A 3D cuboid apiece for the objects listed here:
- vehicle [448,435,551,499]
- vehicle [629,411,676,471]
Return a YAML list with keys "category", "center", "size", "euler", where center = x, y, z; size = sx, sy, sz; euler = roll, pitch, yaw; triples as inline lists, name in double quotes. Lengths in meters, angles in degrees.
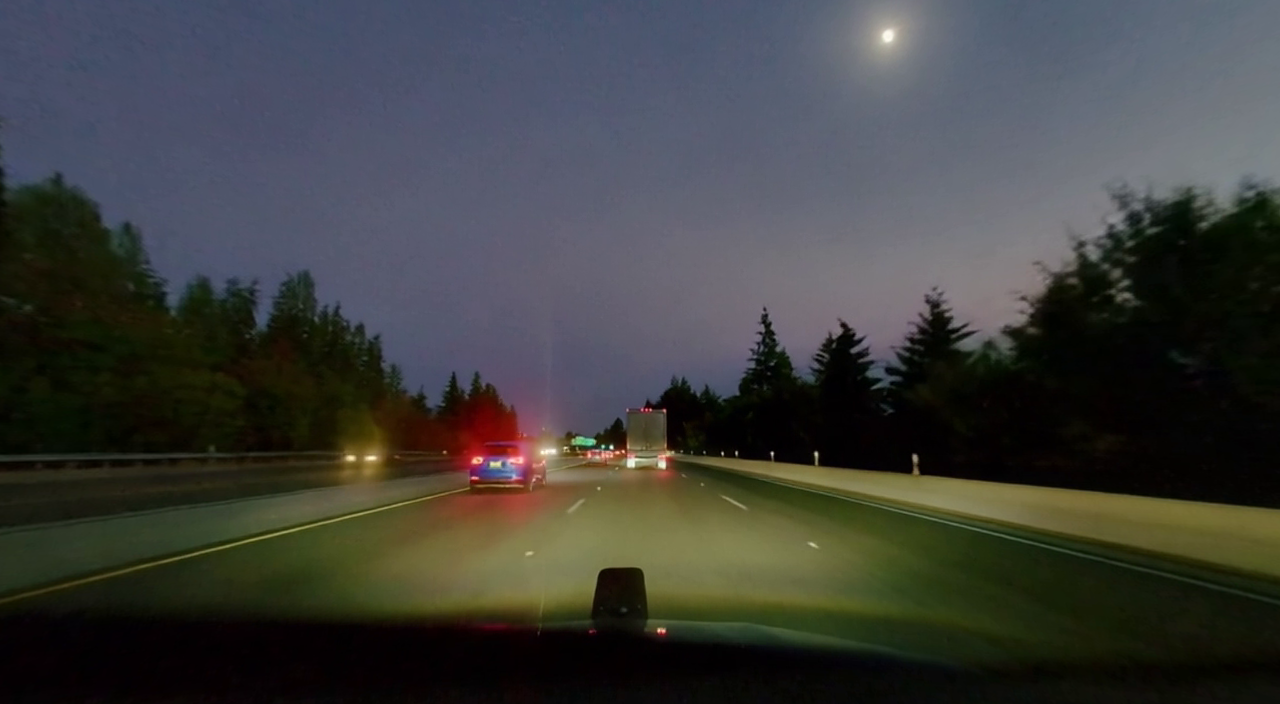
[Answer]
- category: "vehicle"
  center: [-3.853, 3.234, 18.044]
  size: [1.977, 1.602, 3.944]
  euler: [0, -9, 1]
- category: "vehicle"
  center: [0.680, 6.197, 43.425]
  size: [2.893, 3.628, 9.081]
  euler: [0, -9, -1]
